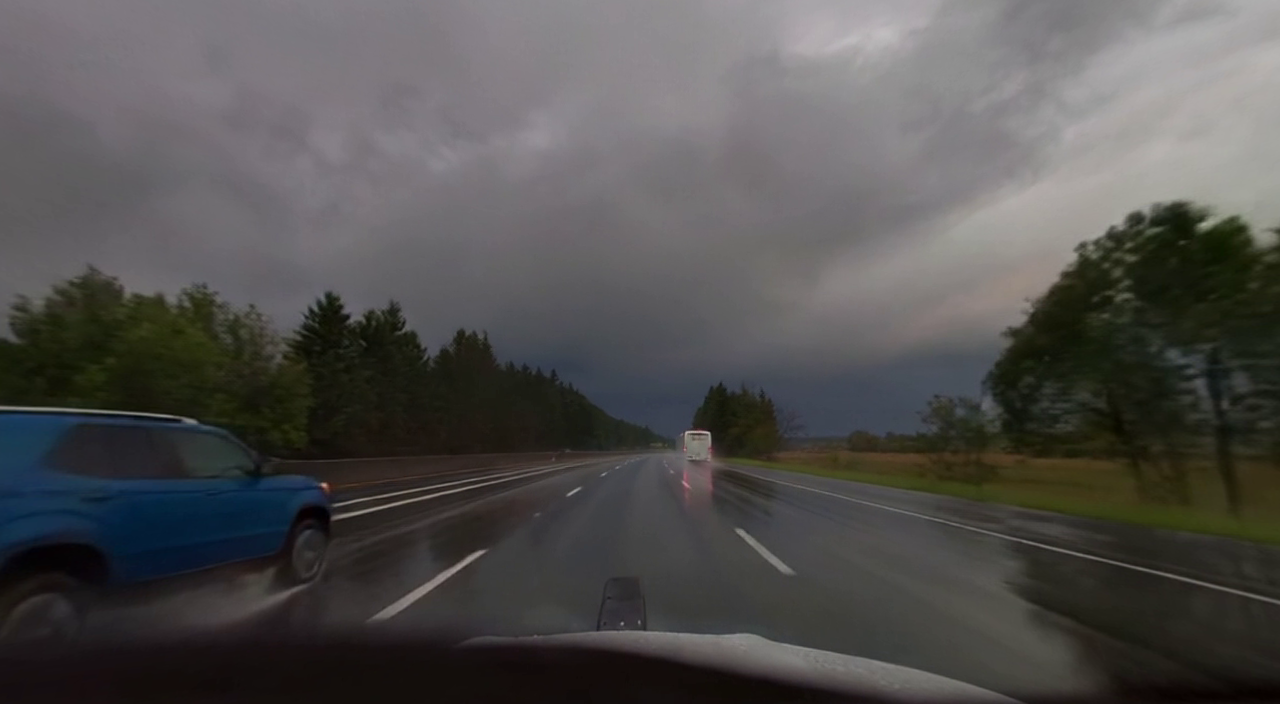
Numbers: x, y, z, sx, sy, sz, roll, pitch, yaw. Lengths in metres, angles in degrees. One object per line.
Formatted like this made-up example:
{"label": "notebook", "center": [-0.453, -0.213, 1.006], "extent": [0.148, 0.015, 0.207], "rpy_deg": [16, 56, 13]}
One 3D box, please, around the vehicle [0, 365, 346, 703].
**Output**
{"label": "vehicle", "center": [-4.064, 1.049, 4.054], "extent": [2.020, 1.619, 4.690], "rpy_deg": [0, -9, 1]}
